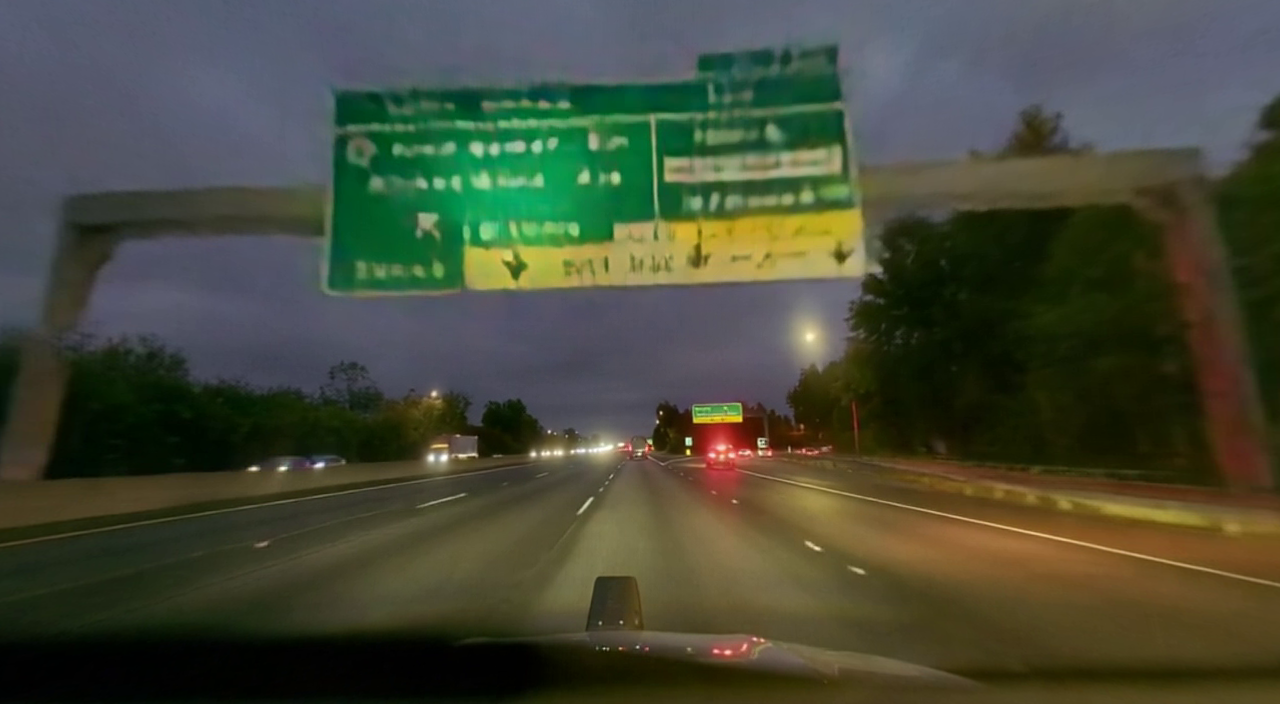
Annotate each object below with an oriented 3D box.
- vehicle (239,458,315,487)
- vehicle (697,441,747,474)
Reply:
[{"bbox_3d":[-19.852,6.582,34.731,1.760,1.433,3.962,0,-9,1],"label":"vehicle"},{"bbox_3d":[4.474,5.823,35.025,2.096,1.712,4.697,0,-9,0],"label":"vehicle"}]
